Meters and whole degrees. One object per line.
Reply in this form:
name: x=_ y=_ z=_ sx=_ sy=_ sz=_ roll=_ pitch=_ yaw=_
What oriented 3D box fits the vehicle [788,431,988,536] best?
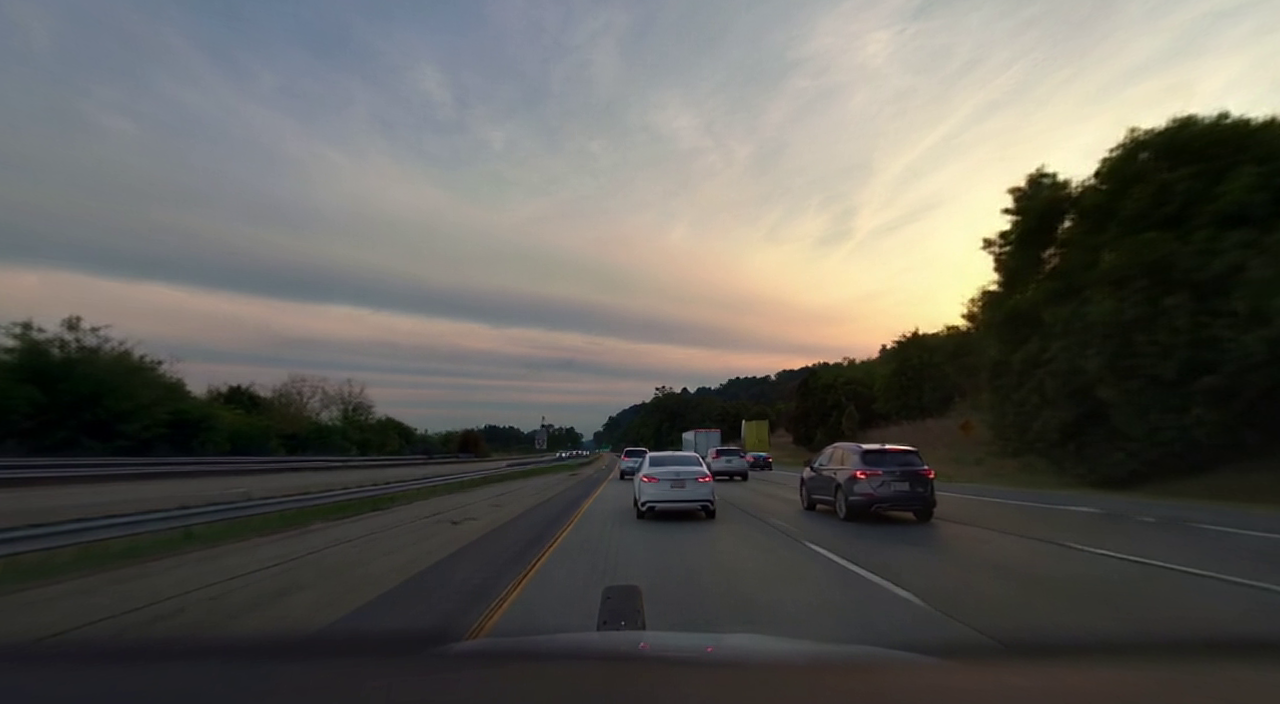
vehicle: x=4.546 y=2.474 z=12.490 sx=1.998 sy=1.657 sz=4.604 roll=0 pitch=-9 yaw=-1

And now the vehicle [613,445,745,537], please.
vehicle: x=0.589 y=2.494 z=11.870 sx=2.094 sy=1.426 sz=3.725 roll=0 pitch=-9 yaw=-1
